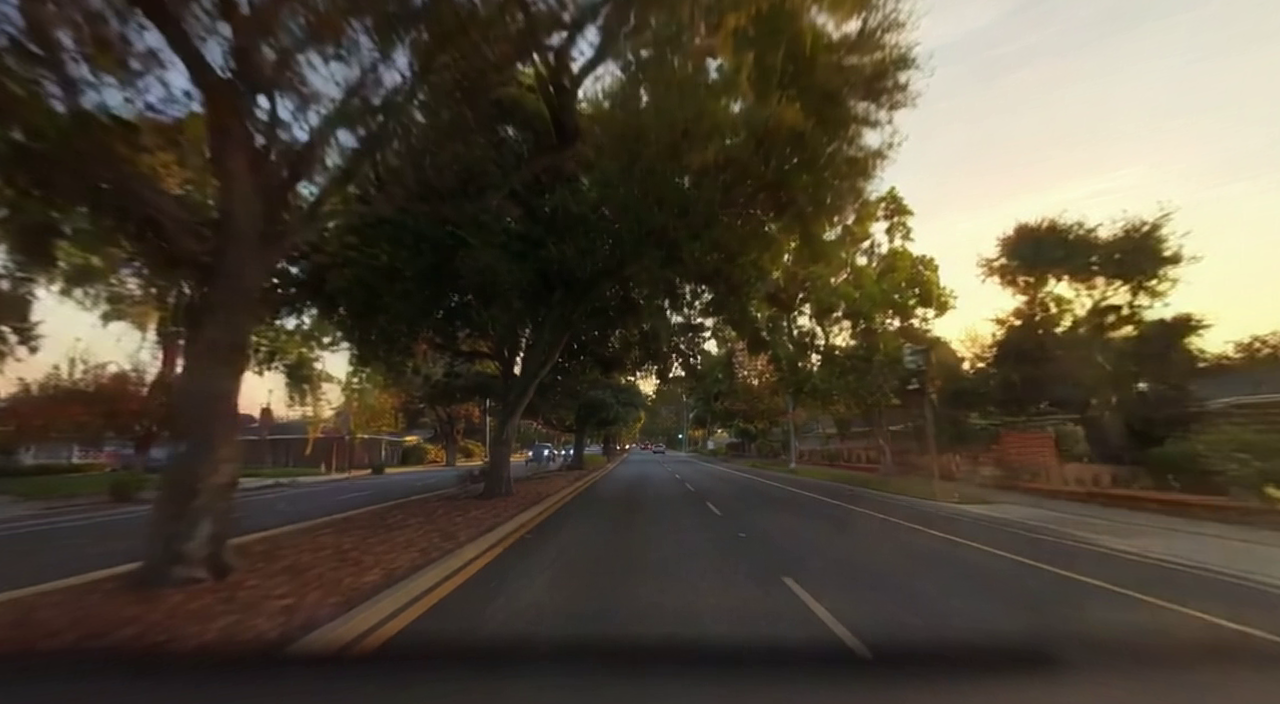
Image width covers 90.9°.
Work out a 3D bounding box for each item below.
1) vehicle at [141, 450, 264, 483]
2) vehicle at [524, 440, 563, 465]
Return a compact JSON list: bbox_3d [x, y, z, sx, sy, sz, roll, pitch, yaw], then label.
[{"bbox_3d":[-21.427,5.608,31.050,4.503,1.529,1.860,1,-8,-7],"label":"vehicle"},{"bbox_3d":[-7.190,7.590,47.599,2.146,1.749,4.534,0,-8,1],"label":"vehicle"}]
